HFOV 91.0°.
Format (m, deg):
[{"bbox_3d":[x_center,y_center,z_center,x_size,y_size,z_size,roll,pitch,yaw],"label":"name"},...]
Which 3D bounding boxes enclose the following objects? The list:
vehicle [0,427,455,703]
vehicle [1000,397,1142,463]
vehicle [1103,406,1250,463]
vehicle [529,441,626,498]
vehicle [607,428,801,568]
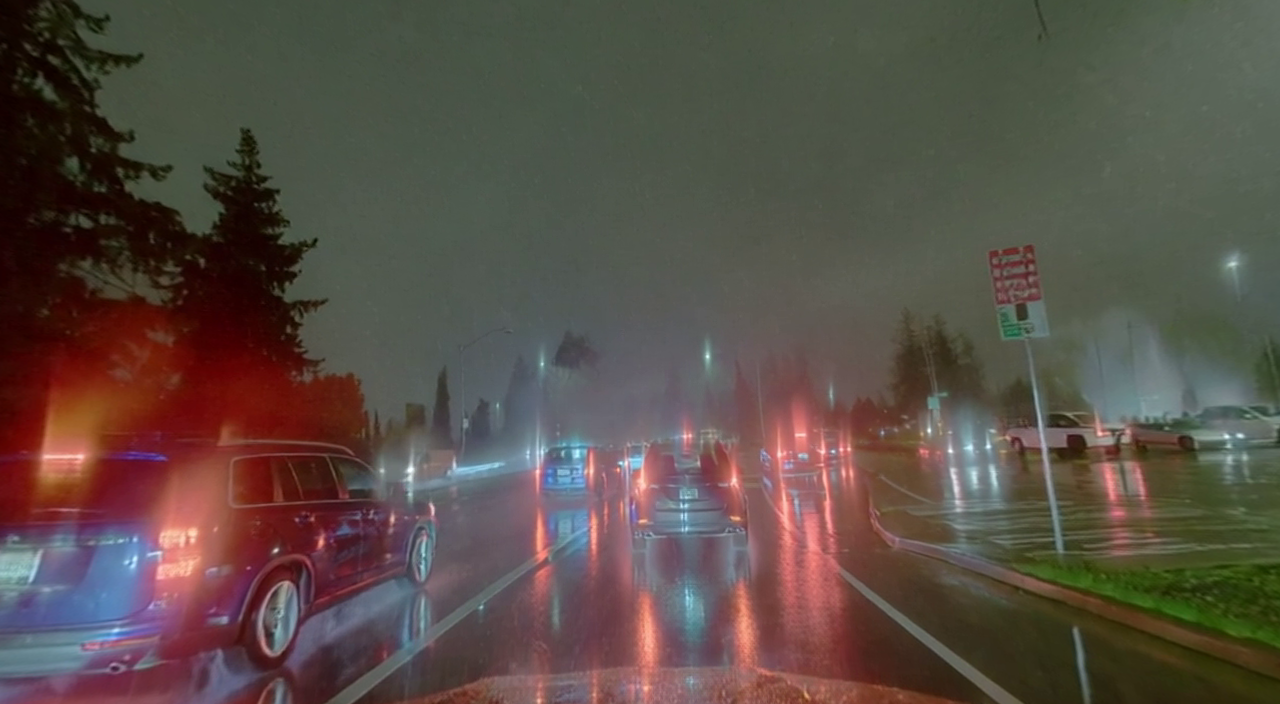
[{"bbox_3d":[-3.208,1.437,5.106,1.940,1.502,4.241,-1,-9,3],"label":"vehicle"},{"bbox_3d":[14.218,2.689,21.191,2.288,1.933,4.612,-2,-9,13],"label":"vehicle"},{"bbox_3d":[17.307,2.725,20.608,1.803,1.518,3.893,-7,-9,10],"label":"vehicle"},{"bbox_3d":[-1.742,3.483,19.070,1.870,1.490,4.187,-2,-9,9],"label":"vehicle"},{"bbox_3d":[0.868,1.938,9.154,2.142,1.528,4.133,-1,-9,5],"label":"vehicle"}]
